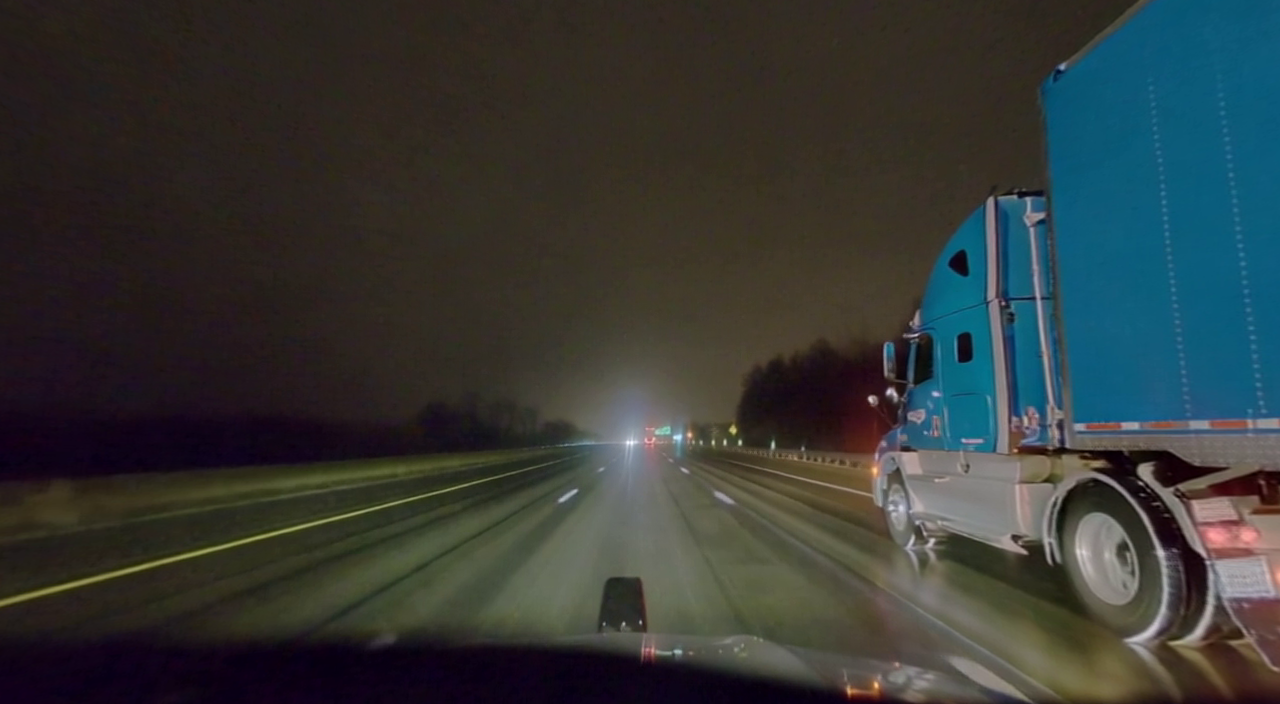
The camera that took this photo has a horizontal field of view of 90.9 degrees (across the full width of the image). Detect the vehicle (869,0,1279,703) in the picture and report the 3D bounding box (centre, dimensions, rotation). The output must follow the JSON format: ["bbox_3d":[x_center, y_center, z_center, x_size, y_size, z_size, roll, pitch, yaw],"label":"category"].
[{"bbox_3d":[3.925,-0.391,1.832,3.012,3.768,8.945,0,-8,-1],"label":"vehicle"}]
